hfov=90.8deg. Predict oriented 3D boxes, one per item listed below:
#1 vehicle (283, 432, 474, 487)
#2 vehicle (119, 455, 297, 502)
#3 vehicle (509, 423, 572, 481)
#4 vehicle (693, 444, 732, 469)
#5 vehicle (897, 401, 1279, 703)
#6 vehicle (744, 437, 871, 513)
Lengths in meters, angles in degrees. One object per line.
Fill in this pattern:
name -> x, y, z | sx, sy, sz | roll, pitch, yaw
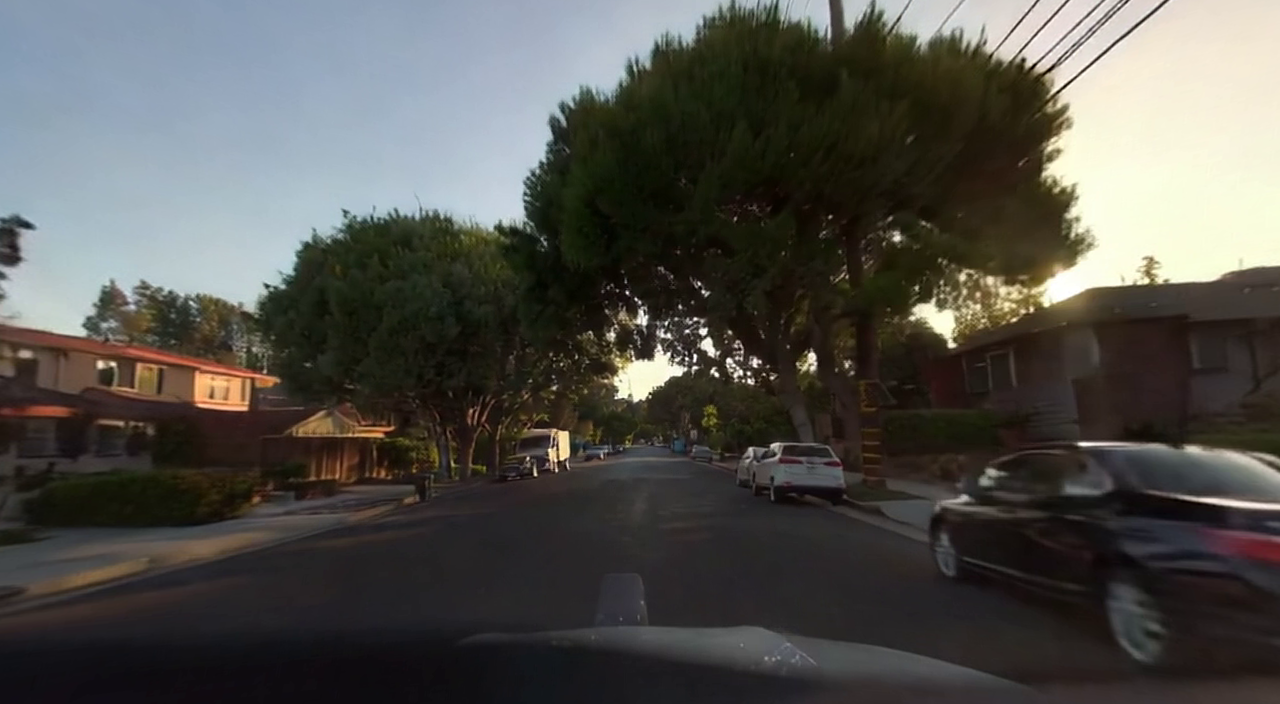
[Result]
vehicle -> -10.350, 4.319, 25.501 | 6.540, 2.079, 2.565 | 0, -9, 2
vehicle -> -14.572, 4.260, 21.521 | 4.565, 1.489, 1.950 | 0, -9, -1
vehicle -> -5.528, 5.625, 35.897 | 2.313, 2.875, 6.057 | -4, -8, 2
vehicle -> 4.806, 6.981, 42.323 | 2.016, 1.544, 4.645 | 0, -9, 0
vehicle -> 3.569, 1.246, 4.525 | 1.903, 1.500, 4.057 | 0, -9, 3
vehicle -> 3.826, 2.882, 15.384 | 1.970, 1.530, 4.899 | 0, -9, 3
